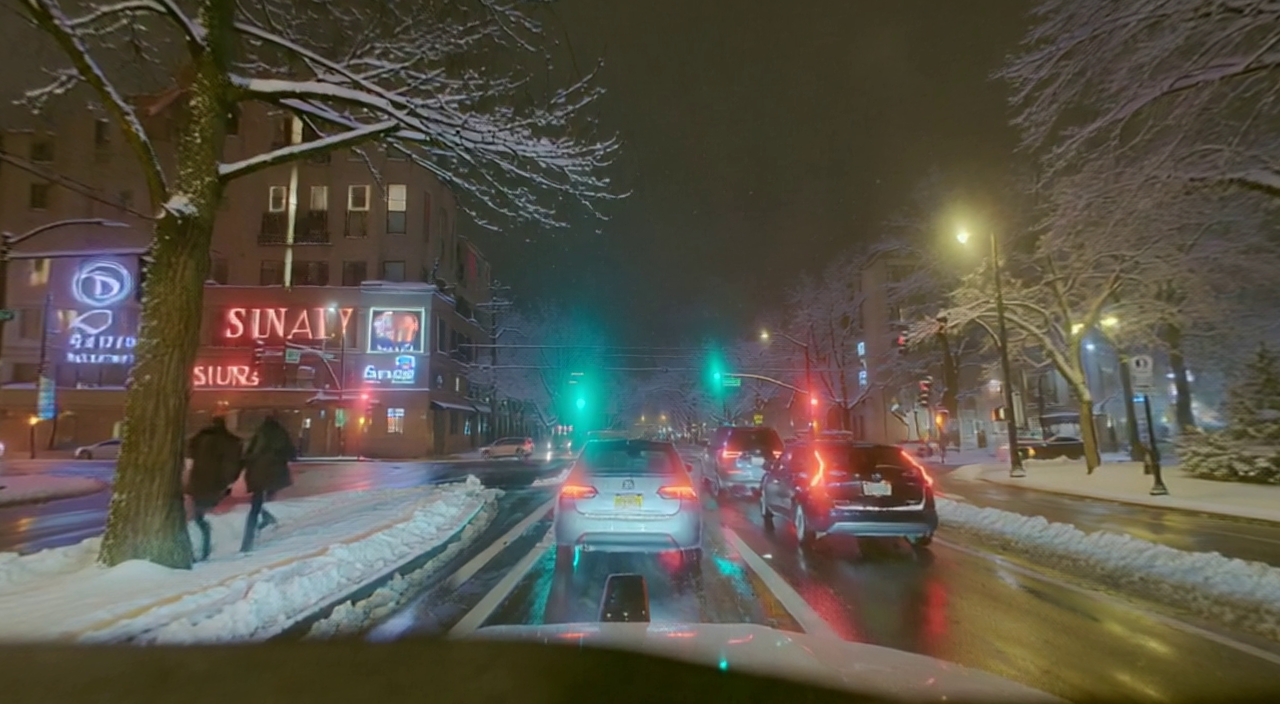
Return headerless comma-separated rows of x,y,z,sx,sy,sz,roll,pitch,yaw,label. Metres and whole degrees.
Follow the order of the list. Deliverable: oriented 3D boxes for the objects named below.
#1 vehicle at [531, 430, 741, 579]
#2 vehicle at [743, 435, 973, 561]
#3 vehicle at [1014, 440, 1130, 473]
-0.086,1.828,8.421,2.087,1.456,4.143,0,-8,-1,vehicle
2.913,2.031,9.583,1.893,1.446,4.270,0,-8,-1,vehicle
22.832,5.525,33.458,4.610,1.622,1.934,-1,-8,4,vehicle
